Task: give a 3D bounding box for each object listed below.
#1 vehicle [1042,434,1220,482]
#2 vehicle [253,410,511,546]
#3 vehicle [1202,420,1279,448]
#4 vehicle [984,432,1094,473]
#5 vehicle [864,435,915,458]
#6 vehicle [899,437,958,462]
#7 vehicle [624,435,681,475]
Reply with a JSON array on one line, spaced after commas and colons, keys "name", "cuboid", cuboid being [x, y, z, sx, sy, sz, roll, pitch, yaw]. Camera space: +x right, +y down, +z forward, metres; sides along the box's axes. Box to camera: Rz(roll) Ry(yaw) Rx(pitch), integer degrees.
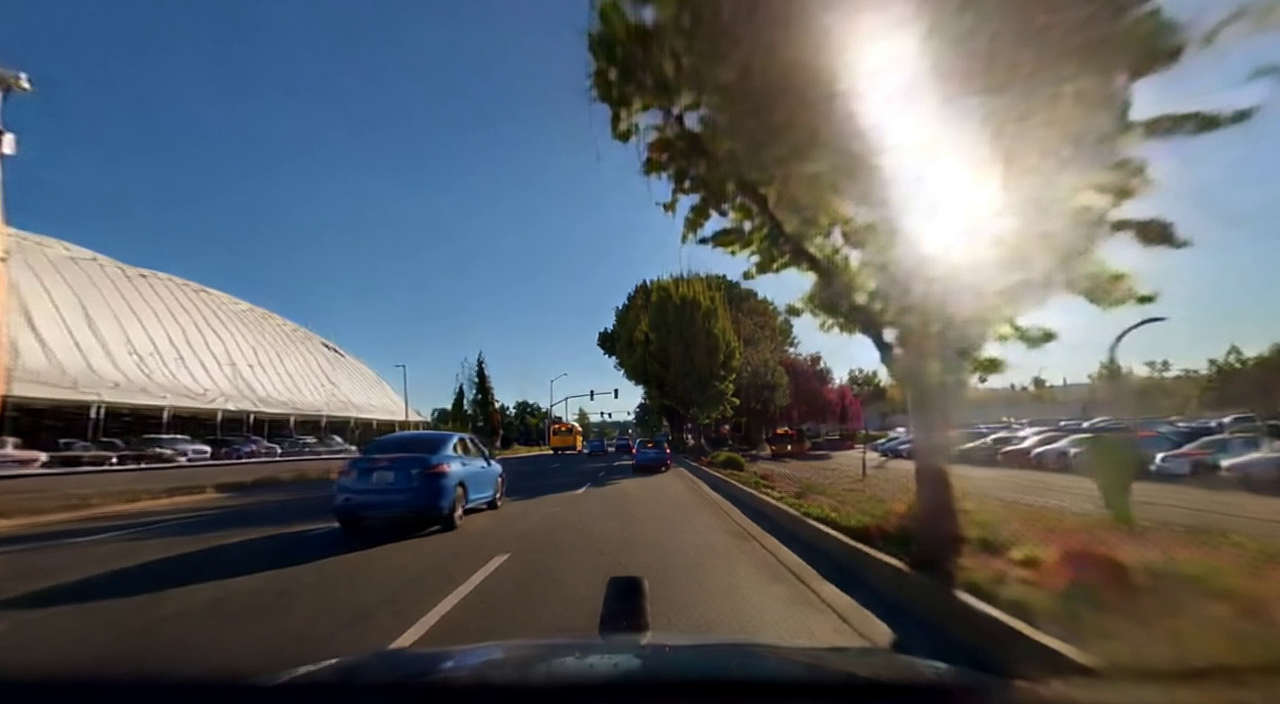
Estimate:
[{"name": "vehicle", "cuboid": [18.890, 4.112, 24.796, 2.229, 1.661, 5.991, 0, -9, 1]}, {"name": "vehicle", "cuboid": [-3.576, 1.850, 9.835, 2.148, 1.636, 4.199, 0, -9, 1]}, {"name": "vehicle", "cuboid": [33.062, 4.409, 33.727, 4.215, 1.462, 1.883, 0, -9, -2]}, {"name": "vehicle", "cuboid": [18.833, 4.778, 30.081, 1.965, 1.749, 4.838, 0, -9, -1]}, {"name": "vehicle", "cuboid": [18.874, 7.179, 47.982, 1.841, 1.680, 4.842, 0, -9, -1]}, {"name": "vehicle", "cuboid": [18.970, 6.415, 41.673, 1.826, 1.532, 4.290, 0, -9, -1]}, {"name": "vehicle", "cuboid": [0.456, 4.192, 25.814, 2.123, 1.498, 4.226, 0, -9, -1]}]
